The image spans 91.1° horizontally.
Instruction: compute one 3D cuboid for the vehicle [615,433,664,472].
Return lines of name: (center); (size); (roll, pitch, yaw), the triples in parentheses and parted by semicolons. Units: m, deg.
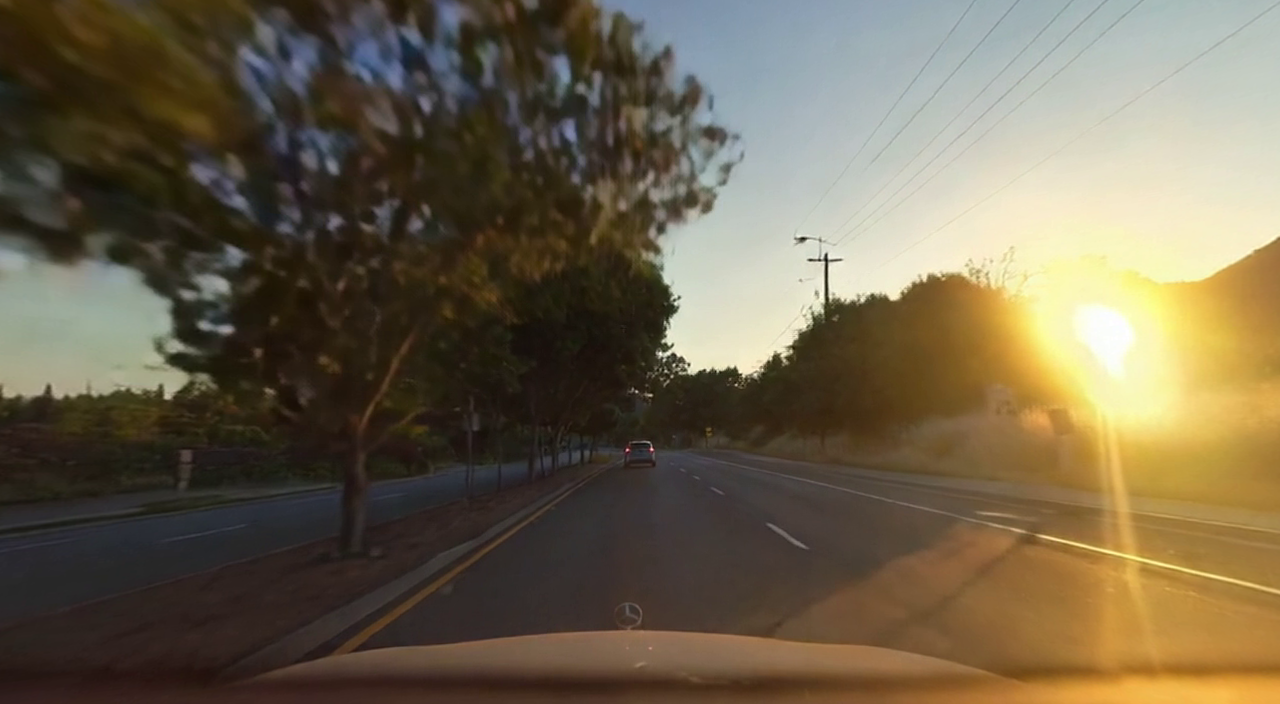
vehicle: (-0.019, 4.940, 30.971); (2.256, 1.734, 4.176); (0, -8, 0)
